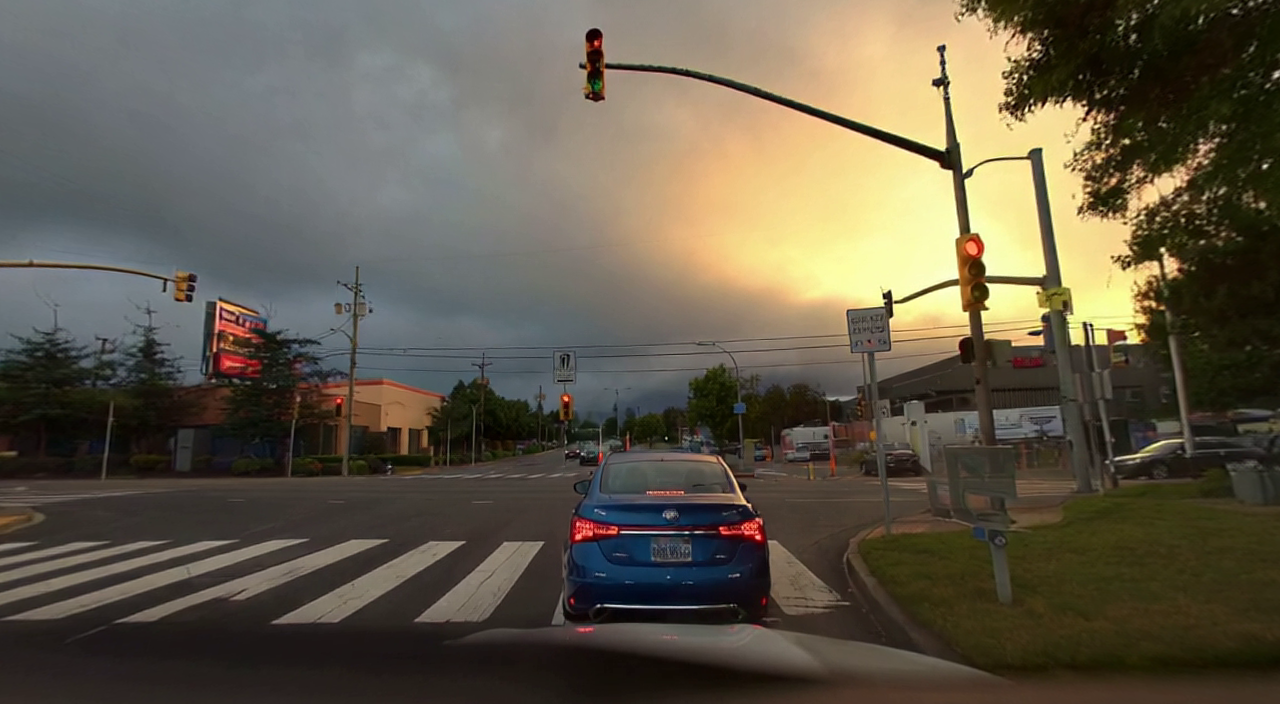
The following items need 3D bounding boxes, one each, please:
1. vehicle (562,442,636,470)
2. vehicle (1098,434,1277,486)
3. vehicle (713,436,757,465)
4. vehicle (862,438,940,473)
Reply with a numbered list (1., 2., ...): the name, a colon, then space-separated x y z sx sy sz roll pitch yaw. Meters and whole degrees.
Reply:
1. vehicle: -2.445 6.153 37.555 3.991 1.526 1.868 -5 -9 30
2. vehicle: 16.806 3.321 19.512 3.876 1.512 1.784 0 -8 -1
3. vehicle: 6.912 7.200 46.170 1.491 2.041 2.964 6 -9 -35
4. vehicle: 12.406 5.040 30.271 1.922 1.529 3.964 0 -11 -2
